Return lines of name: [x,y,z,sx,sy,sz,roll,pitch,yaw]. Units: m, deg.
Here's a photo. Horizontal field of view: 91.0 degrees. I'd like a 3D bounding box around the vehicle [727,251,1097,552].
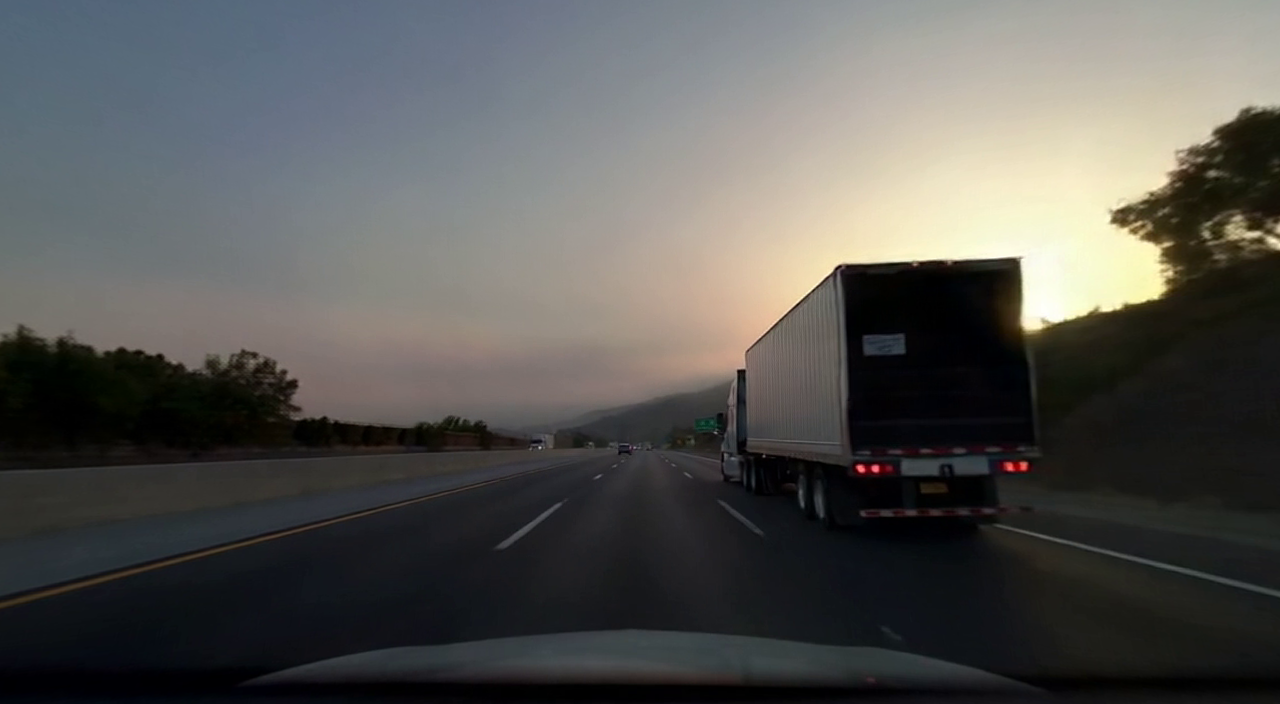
vehicle: [4.141,1.407,13.763,2.870,3.768,11.872,0,-8,0]
